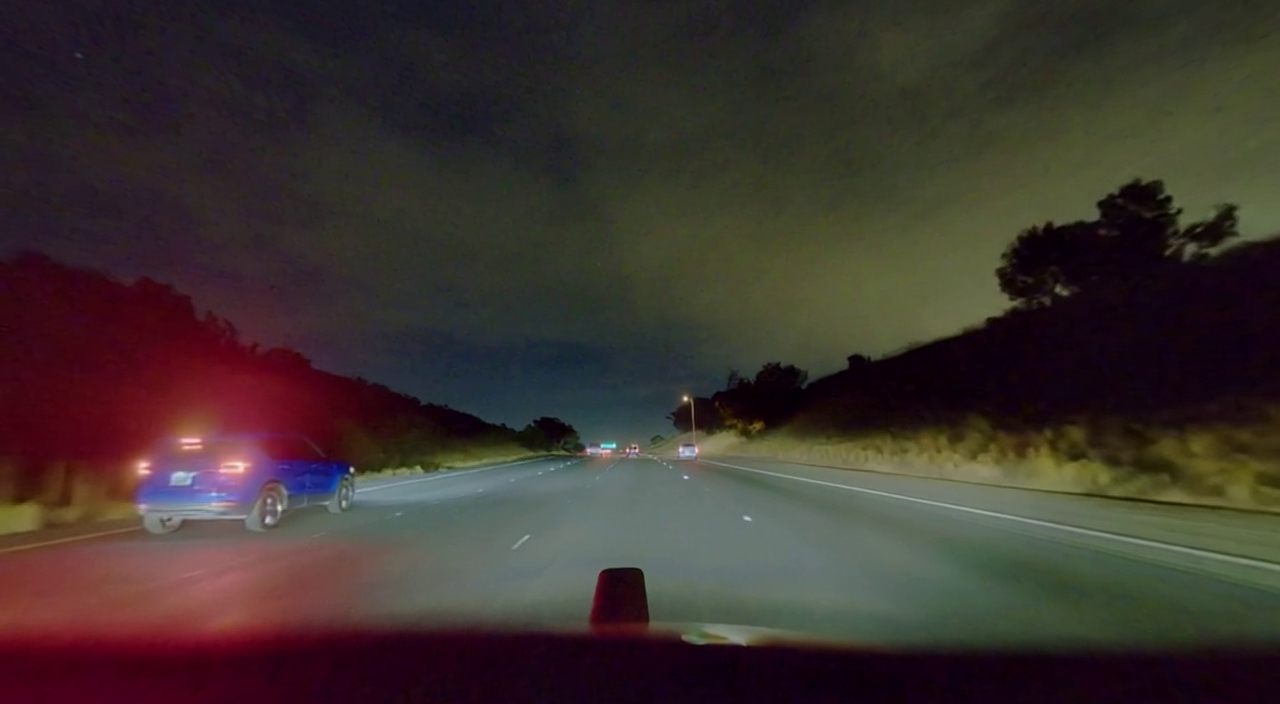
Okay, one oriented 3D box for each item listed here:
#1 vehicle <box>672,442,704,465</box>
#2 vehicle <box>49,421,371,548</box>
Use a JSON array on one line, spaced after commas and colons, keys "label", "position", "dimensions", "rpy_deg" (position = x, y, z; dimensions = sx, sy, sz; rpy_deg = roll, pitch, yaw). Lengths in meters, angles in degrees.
[{"label": "vehicle", "position": [3.660, 7.887, 49.100], "dimensions": [1.995, 1.712, 4.206], "rpy_deg": [0, -8, -2]}, {"label": "vehicle", "position": [-7.103, 2.220, 11.383], "dimensions": [2.285, 1.759, 4.968], "rpy_deg": [0, -8, 0]}]
